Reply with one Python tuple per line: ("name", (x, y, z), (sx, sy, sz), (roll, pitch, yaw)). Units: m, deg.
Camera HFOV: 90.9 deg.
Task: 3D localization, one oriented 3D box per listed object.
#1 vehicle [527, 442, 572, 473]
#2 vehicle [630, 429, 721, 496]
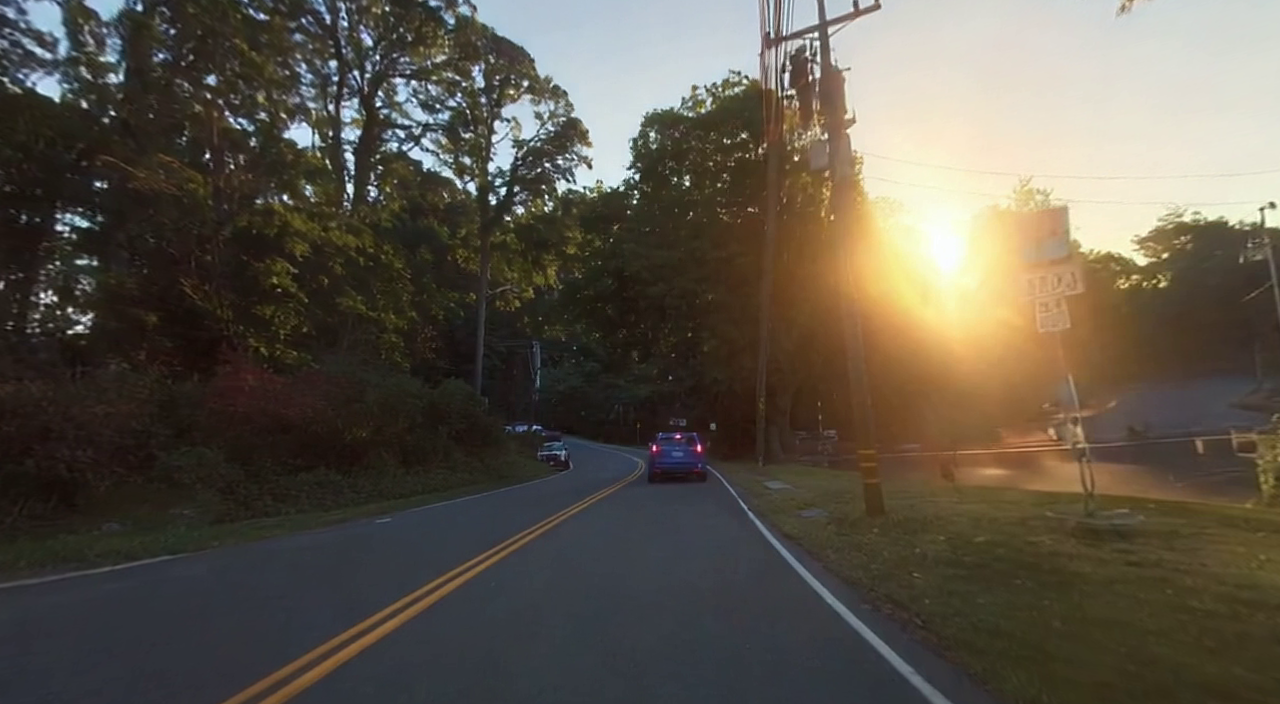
("vehicle", (-6.467, 7.404, 44.591), (2.668, 1.981, 5.575), (2, -9, -12))
("vehicle", (0.882, 2.820, 16.371), (2.081, 1.503, 3.726), (0, -8, 2))
